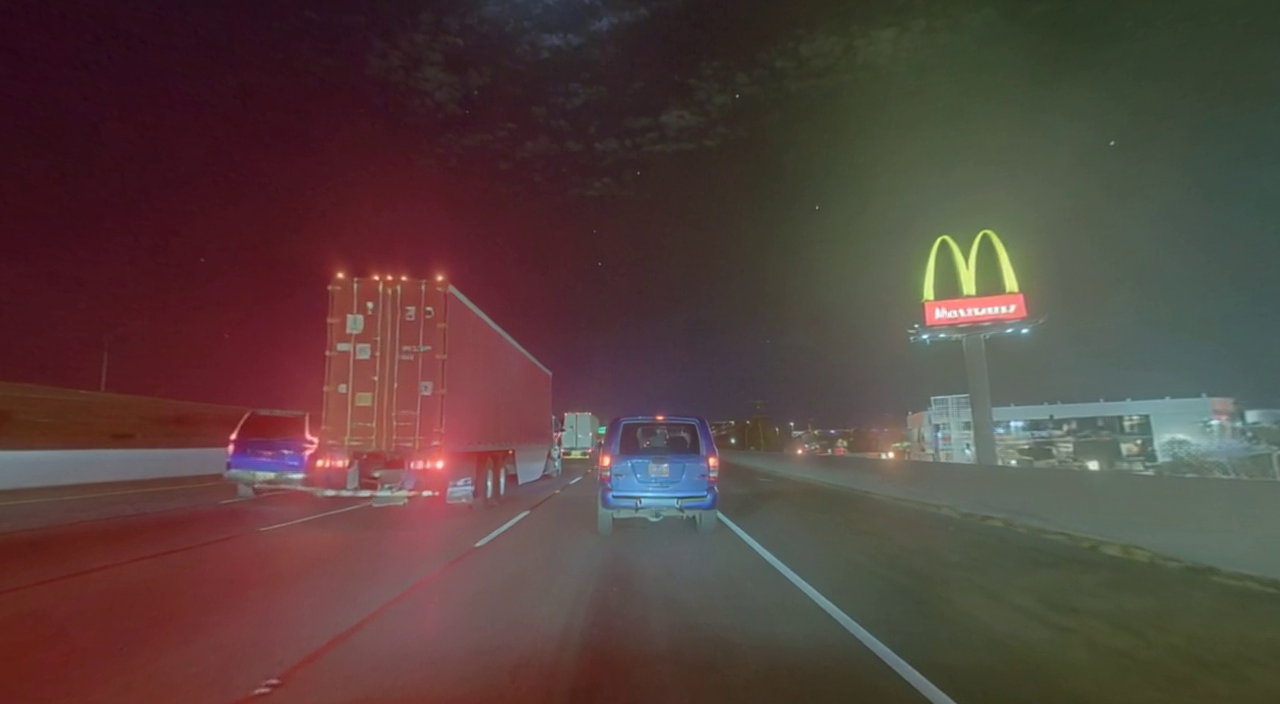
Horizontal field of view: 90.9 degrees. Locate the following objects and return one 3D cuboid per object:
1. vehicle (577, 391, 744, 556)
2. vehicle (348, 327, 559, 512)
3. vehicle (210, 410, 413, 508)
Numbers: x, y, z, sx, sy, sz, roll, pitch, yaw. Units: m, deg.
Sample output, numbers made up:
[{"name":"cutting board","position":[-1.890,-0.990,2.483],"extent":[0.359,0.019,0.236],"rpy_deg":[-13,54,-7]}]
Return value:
[{"name":"vehicle","position":[0.148,1.717,9.466],"extent":[1.947,1.910,4.040],"rpy_deg":[0,-9,-3]},{"name":"vehicle","position":[-4.064,1.893,16.267],"extent":[2.814,3.513,8.529],"rpy_deg":[0,-9,0]},{"name":"vehicle","position":[-7.905,2.660,16.070],"extent":[2.218,2.047,5.586],"rpy_deg":[0,-9,-1]}]
